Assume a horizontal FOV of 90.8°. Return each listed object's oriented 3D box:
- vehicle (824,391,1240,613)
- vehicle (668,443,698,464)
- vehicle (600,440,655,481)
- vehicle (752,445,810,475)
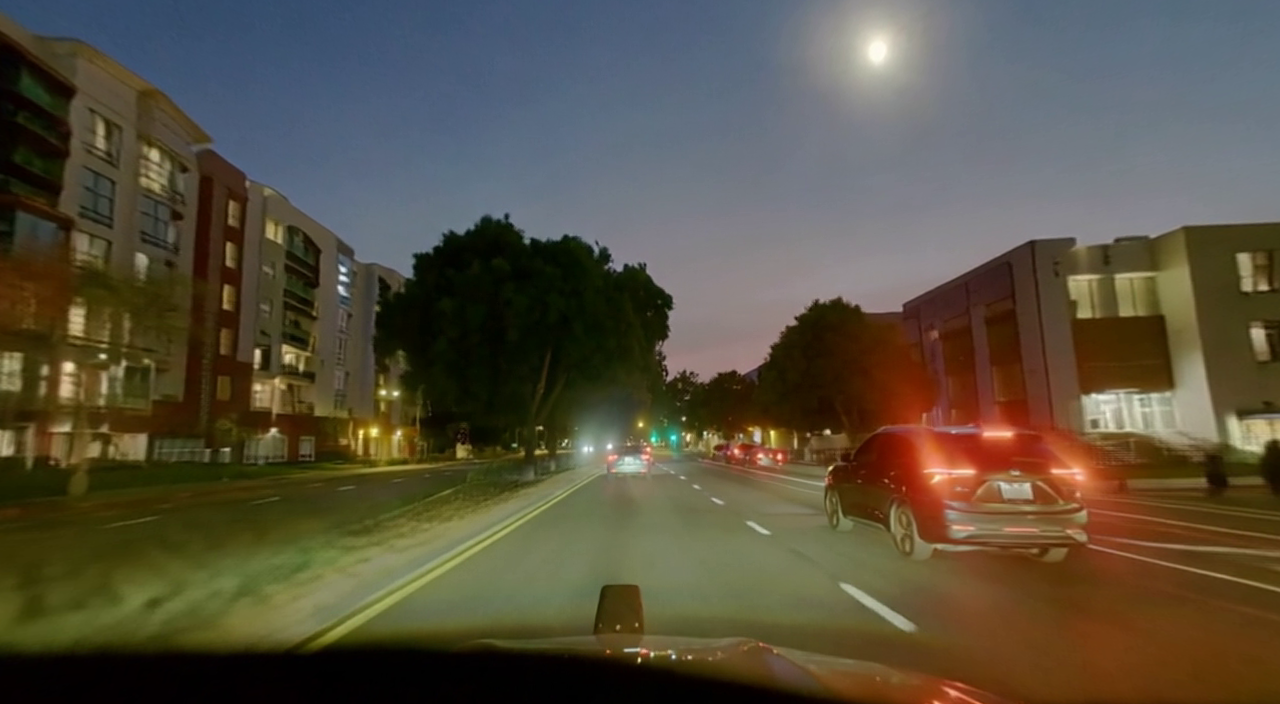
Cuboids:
[{"bbox_3d":[3.669,1.470,7.022,1.949,1.723,4.020,0,-9,-1],"label":"vehicle"},{"bbox_3d":[3.263,7.810,48.713,1.910,1.474,4.003,0,-9,-2],"label":"vehicle"},{"bbox_3d":[-0.440,4.247,24.911,2.006,1.487,3.535,0,-9,1],"label":"vehicle"},{"bbox_3d":[7.504,5.778,34.125,1.962,1.484,4.644,0,-9,-2],"label":"vehicle"}]
